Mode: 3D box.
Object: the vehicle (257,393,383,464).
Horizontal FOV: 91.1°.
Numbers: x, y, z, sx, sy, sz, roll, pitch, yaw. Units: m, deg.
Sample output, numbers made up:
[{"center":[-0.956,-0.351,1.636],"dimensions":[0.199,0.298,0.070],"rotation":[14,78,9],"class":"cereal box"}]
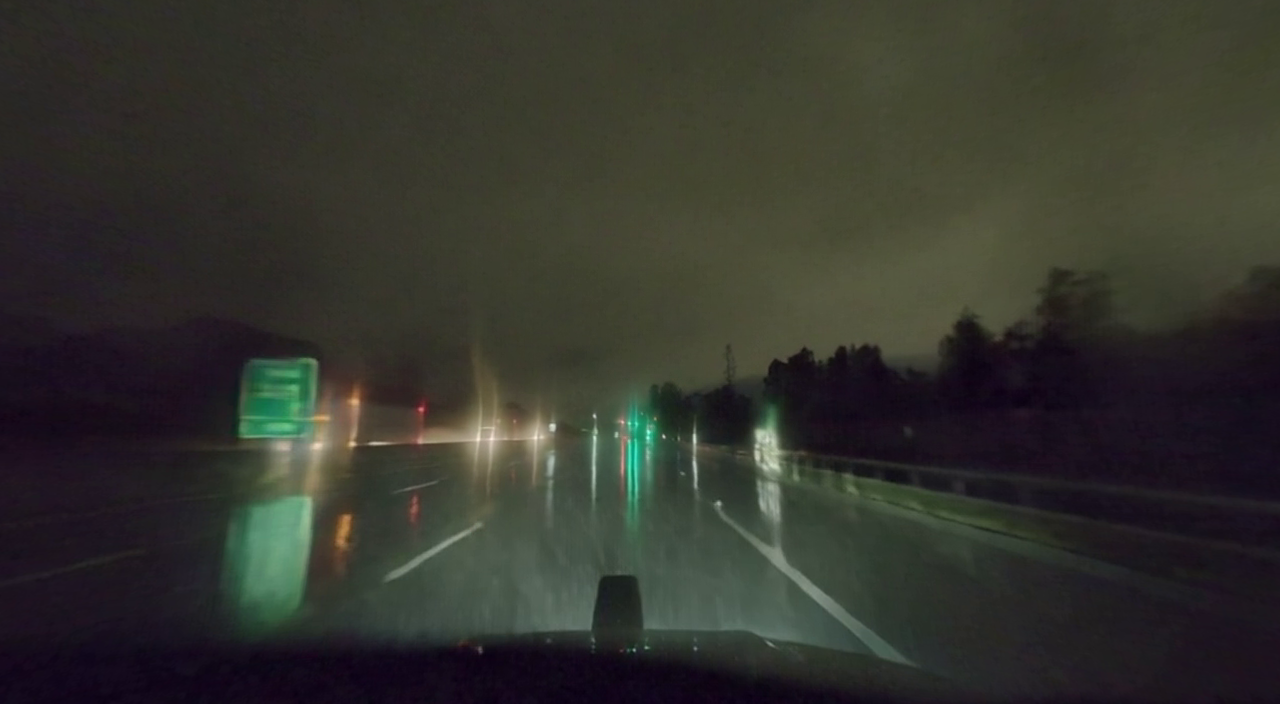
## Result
[{"center":[-20.233,5.008,40.722],"dimensions":[2.979,3.983,9.941],"rotation":[0,-8,-1],"class":"vehicle"}]
